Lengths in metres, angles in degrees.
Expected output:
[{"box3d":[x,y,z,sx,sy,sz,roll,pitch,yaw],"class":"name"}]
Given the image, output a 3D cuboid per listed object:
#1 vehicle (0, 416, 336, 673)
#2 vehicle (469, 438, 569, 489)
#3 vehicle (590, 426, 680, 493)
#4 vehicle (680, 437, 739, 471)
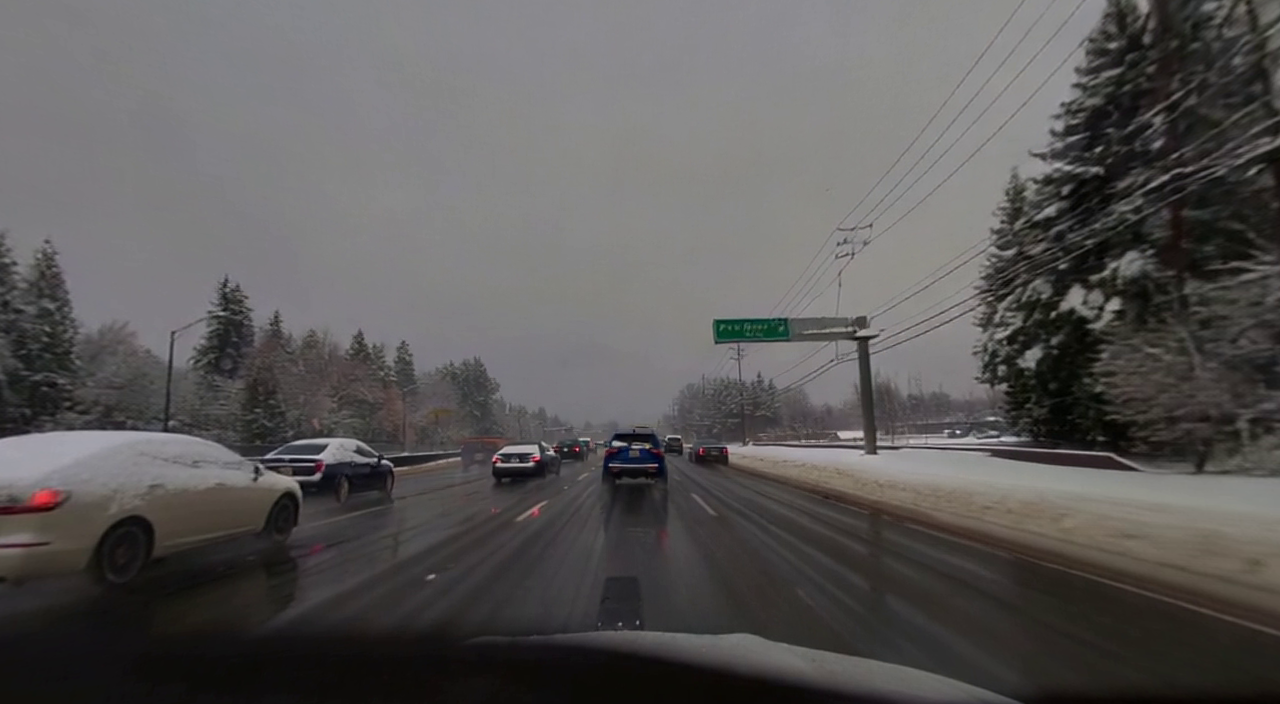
[{"box3d":[-4.745,1.410,5.802,1.958,1.447,4.454,1,-8,-4],"class":"vehicle"},{"box3d":[-3.704,3.499,20.257,2.203,1.425,4.610,0,-8,1],"class":"vehicle"},{"box3d":[-0.134,3.050,18.240,2.284,1.699,4.168,0,-8,0],"class":"vehicle"},{"box3d":[3.173,4.779,29.741,2.197,1.464,4.356,0,-8,-1],"class":"vehicle"}]
